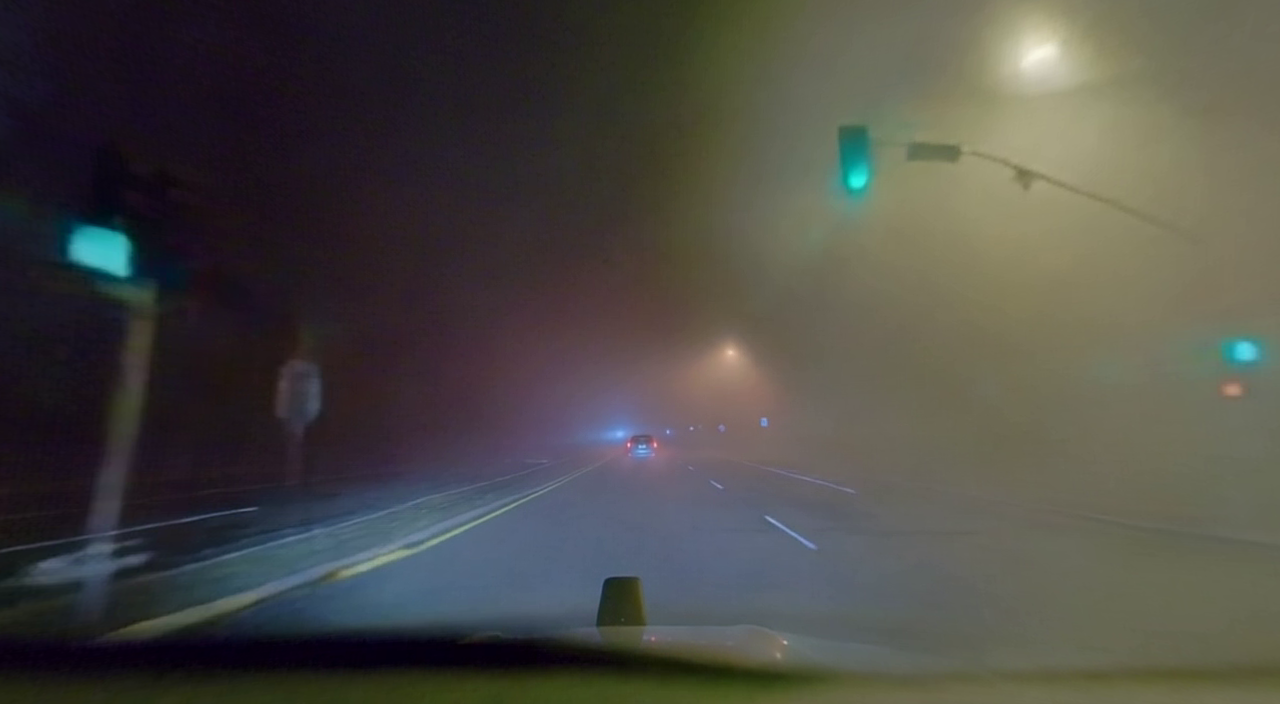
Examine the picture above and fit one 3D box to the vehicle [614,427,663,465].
[{"bbox_3d":[-0.066,4.676,31.111,2.256,1.734,4.176,0,-9,0],"label":"vehicle"}]
